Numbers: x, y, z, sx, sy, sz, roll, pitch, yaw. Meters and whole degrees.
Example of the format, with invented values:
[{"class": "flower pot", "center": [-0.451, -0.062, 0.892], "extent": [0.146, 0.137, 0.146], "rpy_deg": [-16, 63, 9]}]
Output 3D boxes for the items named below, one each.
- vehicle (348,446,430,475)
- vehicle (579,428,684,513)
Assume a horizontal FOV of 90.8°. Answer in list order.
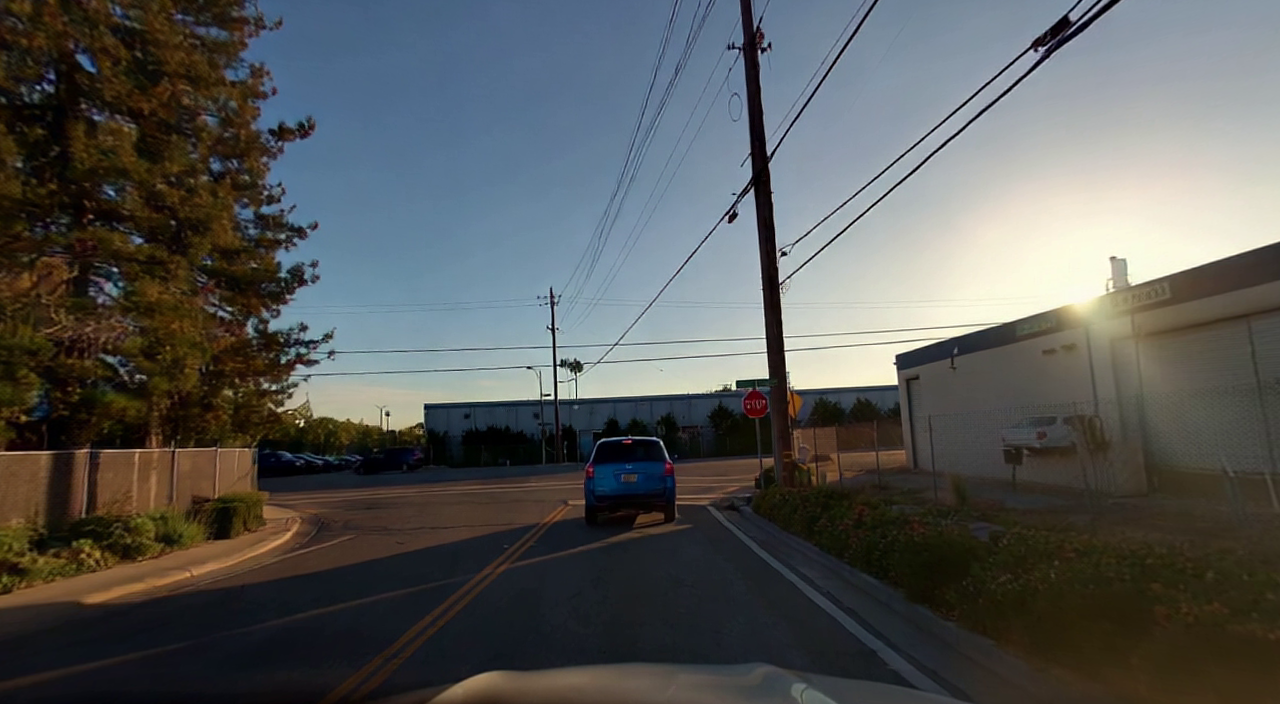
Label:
[{"class": "vehicle", "center": [-15.853, 6.845, 40.009], "extent": [4.415, 1.753, 2.029], "rpy_deg": [-3, -9, 16]}, {"class": "vehicle", "center": [-0.233, 2.733, 15.054], "extent": [2.137, 1.698, 4.166], "rpy_deg": [0, -8, -2]}]
